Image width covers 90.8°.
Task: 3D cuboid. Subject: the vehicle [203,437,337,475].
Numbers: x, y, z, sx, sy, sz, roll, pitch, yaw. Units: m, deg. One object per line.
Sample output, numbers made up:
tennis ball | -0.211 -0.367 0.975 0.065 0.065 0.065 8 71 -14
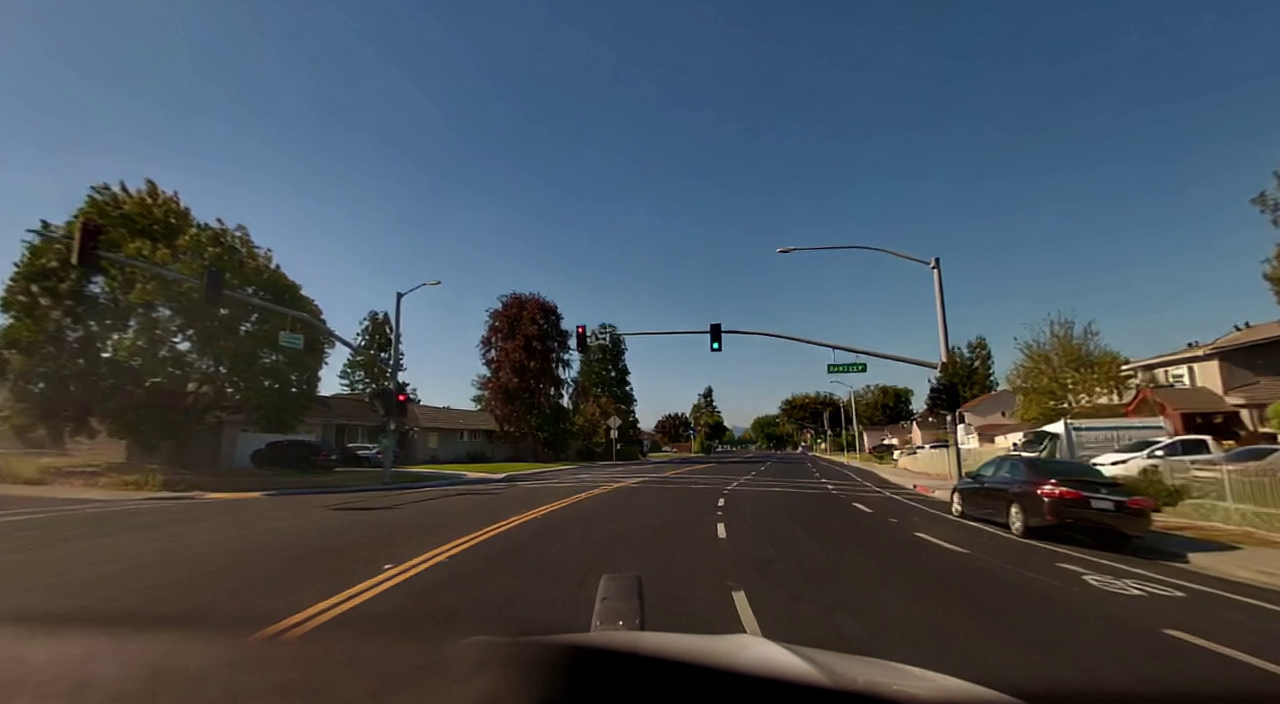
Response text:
vehicle | -17.933 5.109 30.826 2.076 1.703 5.095 -9 -14 44

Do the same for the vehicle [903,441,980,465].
vehicle | 23.512 7.913 49.428 4.854 1.803 2.179 -2 -9 9

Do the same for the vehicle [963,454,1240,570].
vehicle | 7.985 2.726 11.670 1.999 1.518 4.609 3 -9 5

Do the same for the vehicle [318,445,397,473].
vehicle | -16.020 6.085 36.052 1.786 1.500 4.021 -3 -10 18

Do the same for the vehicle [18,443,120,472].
vehicle | -31.354 5.781 34.806 1.650 1.513 3.717 -3 -9 16
